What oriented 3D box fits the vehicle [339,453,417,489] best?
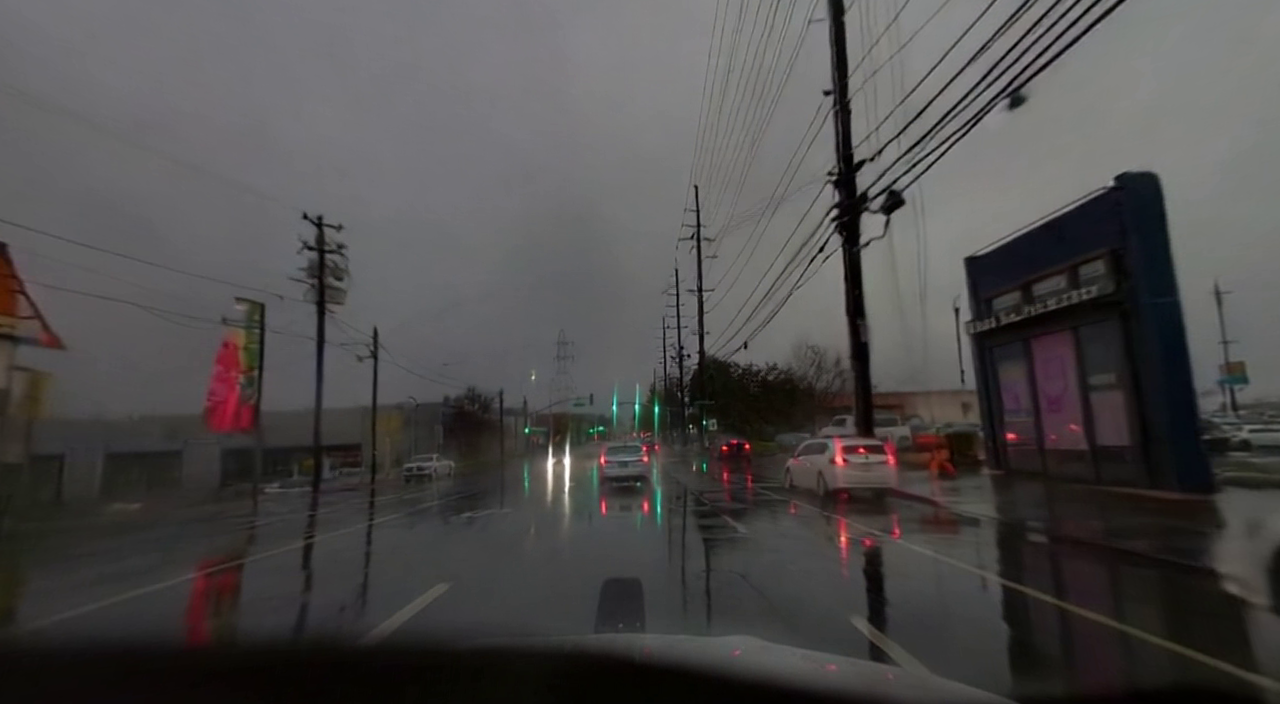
[{"bbox_3d":[-11.870,5.391,28.969,1.828,1.457,4.371,0,-8,-2],"label":"vehicle"}]

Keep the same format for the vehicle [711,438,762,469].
[{"bbox_3d":[5.088,5.438,33.989,1.937,1.523,4.541,0,-8,-1],"label":"vehicle"}]

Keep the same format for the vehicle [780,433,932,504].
[{"bbox_3d":[5.056,2.795,15.606,1.987,1.459,4.677,0,-8,-2],"label":"vehicle"}]

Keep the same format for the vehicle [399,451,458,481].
[{"bbox_3d":[-11.655,6.282,35.075,1.817,1.480,4.282,0,-8,-1],"label":"vehicle"}]

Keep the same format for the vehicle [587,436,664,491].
[{"bbox_3d":[-0.422,3.352,19.323,2.116,1.479,3.980,0,-8,-1],"label":"vehicle"}]
